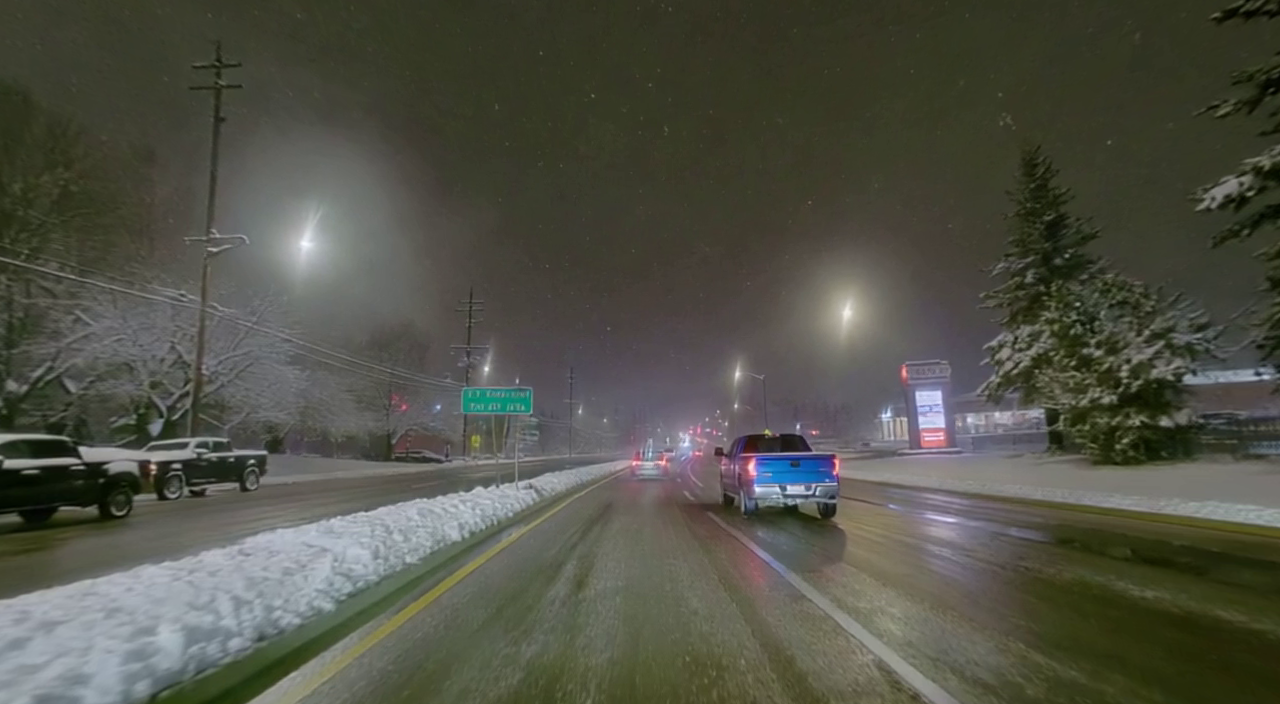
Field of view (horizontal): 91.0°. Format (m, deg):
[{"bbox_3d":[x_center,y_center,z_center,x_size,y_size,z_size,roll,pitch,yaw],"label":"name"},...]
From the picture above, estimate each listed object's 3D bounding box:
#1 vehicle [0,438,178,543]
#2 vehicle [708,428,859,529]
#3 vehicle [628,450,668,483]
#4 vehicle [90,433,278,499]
[{"bbox_3d":[-10.451,2.225,10.512,1.991,1.537,4.605,1,-9,-1],"label":"vehicle"},{"bbox_3d":[3.083,2.891,15.094,2.367,1.919,5.651,0,-9,1],"label":"vehicle"},{"bbox_3d":[0.452,5.912,32.806,1.968,1.521,4.262,0,-9,2],"label":"vehicle"},{"bbox_3d":[-14.401,3.617,20.404,2.154,1.806,5.096,0,-9,1],"label":"vehicle"}]
